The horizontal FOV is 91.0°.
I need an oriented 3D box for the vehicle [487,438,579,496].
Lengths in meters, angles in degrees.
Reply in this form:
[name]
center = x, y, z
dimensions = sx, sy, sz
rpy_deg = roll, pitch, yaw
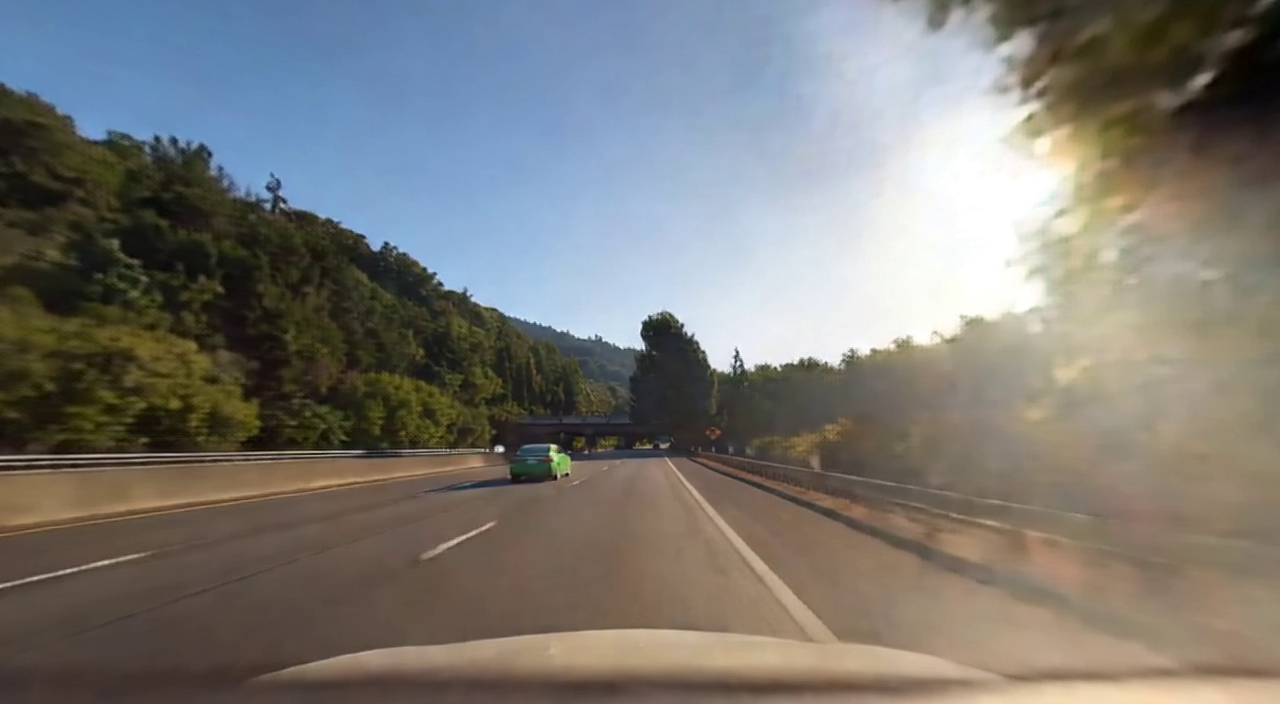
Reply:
[vehicle]
center = -3.123, 3.448, 19.321
dimensions = 2.015, 1.561, 4.469
rpy_deg = 0, -8, 0
